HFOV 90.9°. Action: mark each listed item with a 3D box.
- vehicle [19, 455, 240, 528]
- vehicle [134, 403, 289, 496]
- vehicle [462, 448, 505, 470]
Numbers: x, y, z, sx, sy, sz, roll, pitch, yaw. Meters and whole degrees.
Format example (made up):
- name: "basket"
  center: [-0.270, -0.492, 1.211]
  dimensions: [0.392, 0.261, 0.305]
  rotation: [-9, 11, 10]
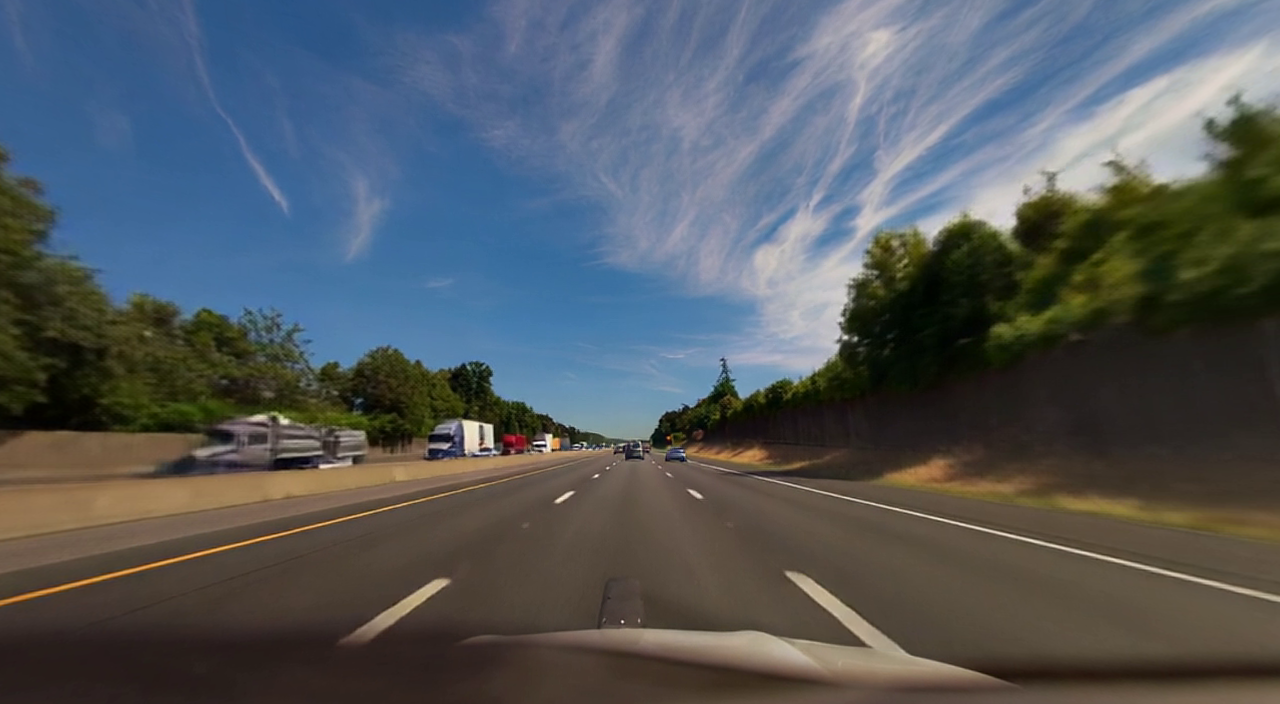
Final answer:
- name: "vehicle"
  center: [-11.878, 3.224, 15.125]
  dimensions: [1.862, 1.445, 4.101]
  rotation: [0, -9, -1]
- name: "vehicle"
  center: [-20.241, 4.681, 30.353]
  dimensions: [2.966, 3.997, 6.255]
  rotation: [0, -9, -2]
- name: "vehicle"
  center: [-11.498, 7.887, 46.563]
  dimensions: [1.964, 1.522, 4.419]
  rotation: [0, -9, 1]
